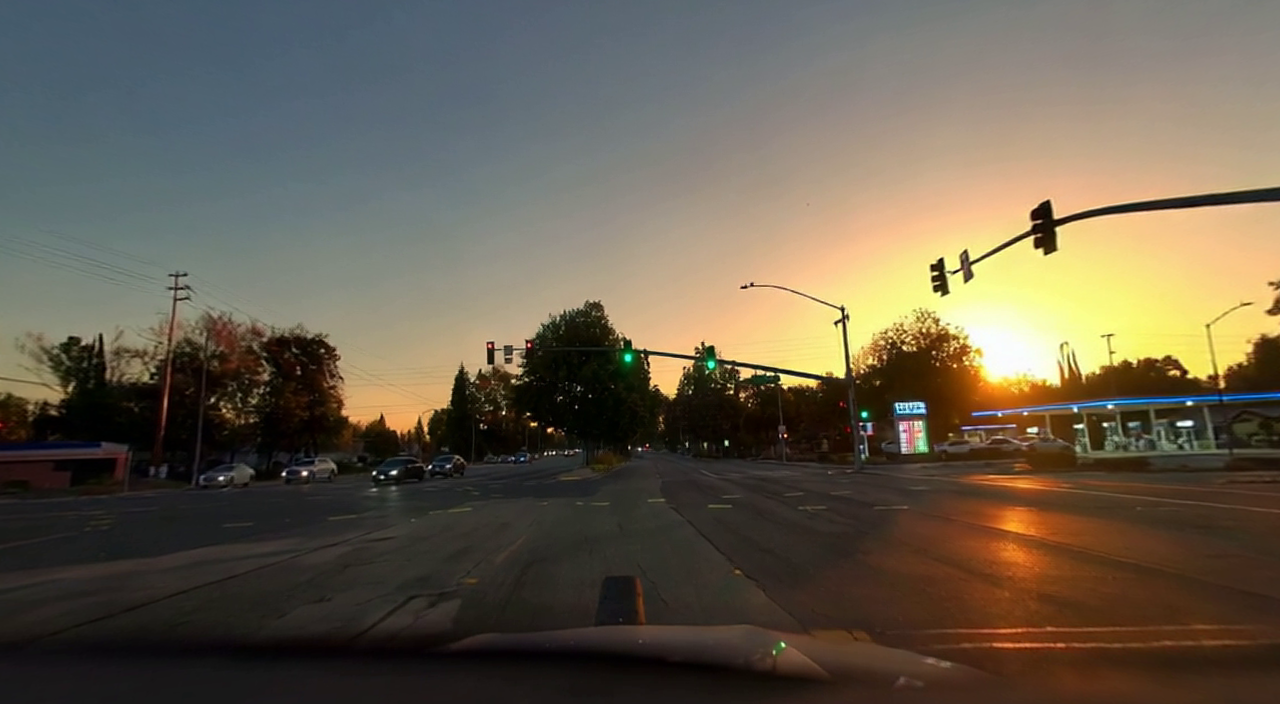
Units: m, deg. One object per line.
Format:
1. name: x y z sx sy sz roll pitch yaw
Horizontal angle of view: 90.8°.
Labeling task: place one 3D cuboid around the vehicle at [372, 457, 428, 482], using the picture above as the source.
1. vehicle: -15.337 7.491 40.624 1.920 1.434 4.328 0 -9 0

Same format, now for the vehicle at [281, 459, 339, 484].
1. vehicle: -24.813 9.004 47.720 2.098 1.684 4.388 0 -9 -2

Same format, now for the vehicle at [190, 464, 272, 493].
1. vehicle: -24.684 7.620 38.336 1.895 1.483 4.790 0 -9 -2
